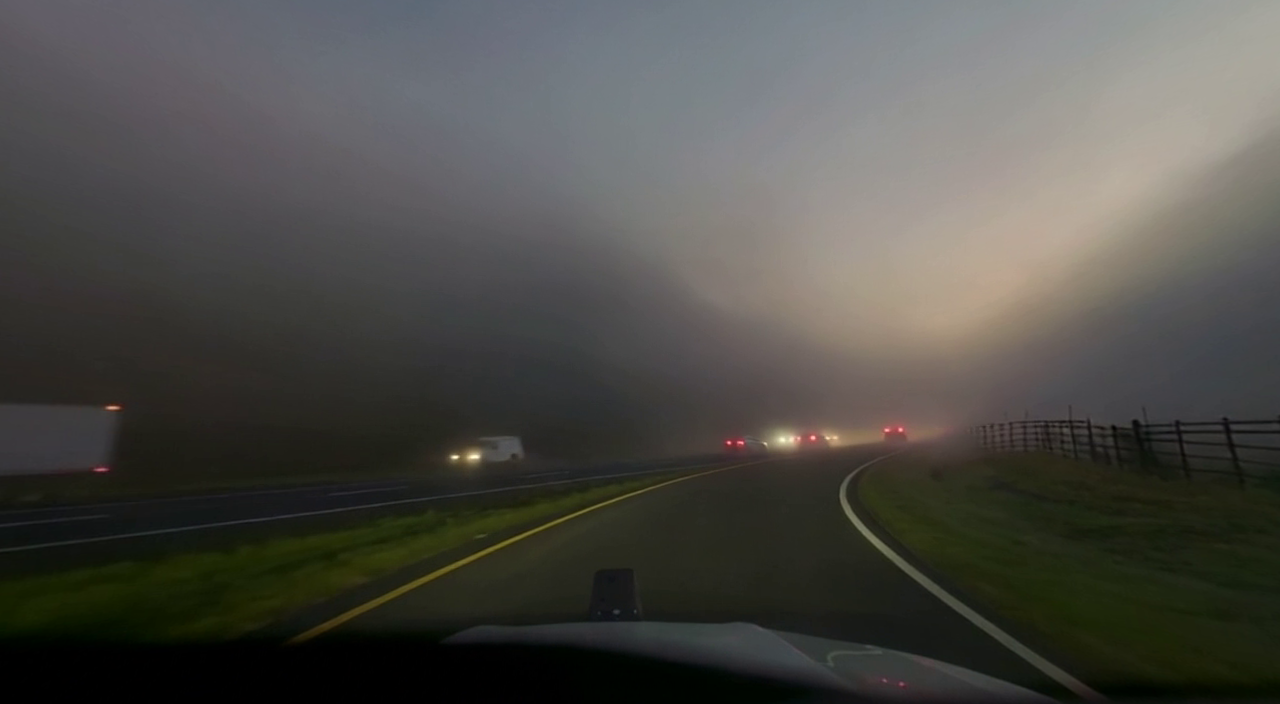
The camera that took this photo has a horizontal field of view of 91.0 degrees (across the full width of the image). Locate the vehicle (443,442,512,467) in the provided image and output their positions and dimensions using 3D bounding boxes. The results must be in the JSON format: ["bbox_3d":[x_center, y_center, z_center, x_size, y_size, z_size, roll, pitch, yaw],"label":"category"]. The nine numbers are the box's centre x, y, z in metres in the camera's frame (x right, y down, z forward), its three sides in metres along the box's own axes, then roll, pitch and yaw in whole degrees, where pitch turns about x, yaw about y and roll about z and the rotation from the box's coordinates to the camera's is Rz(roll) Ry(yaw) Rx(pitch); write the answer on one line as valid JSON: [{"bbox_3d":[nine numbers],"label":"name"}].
[{"bbox_3d":[-11.462,7.246,44.696,1.993,1.677,4.668,-6,-10,31],"label":"vehicle"}]

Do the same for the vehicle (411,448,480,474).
[{"bbox_3d":[-11.364,6.361,36.940,1.655,1.352,3.591,-6,-10,31],"label":"vehicle"}]

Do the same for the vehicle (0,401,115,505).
[{"bbox_3d":[-26.748,3.366,20.560,2.888,3.781,14.258,-6,-10,32],"label":"vehicle"}]

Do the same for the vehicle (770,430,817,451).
[{"bbox_3d":[12.123,6.970,49.556,2.135,1.579,4.843,-6,-10,31],"label":"vehicle"}]
